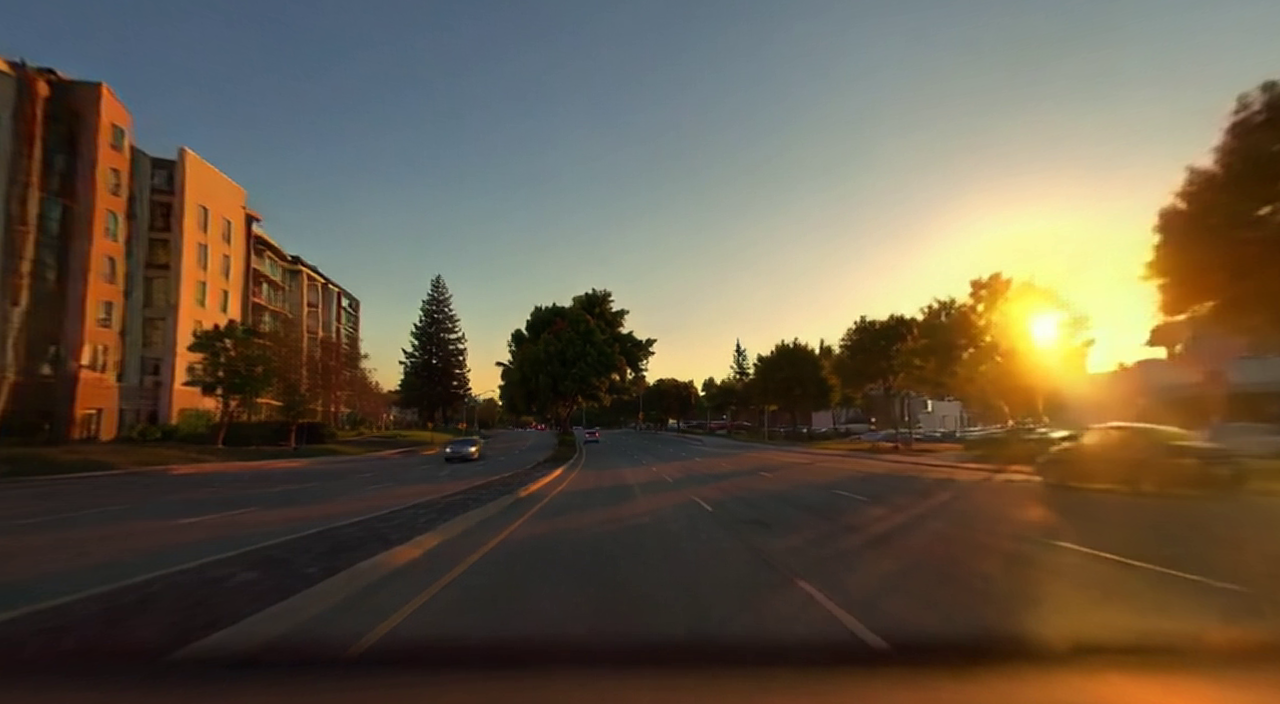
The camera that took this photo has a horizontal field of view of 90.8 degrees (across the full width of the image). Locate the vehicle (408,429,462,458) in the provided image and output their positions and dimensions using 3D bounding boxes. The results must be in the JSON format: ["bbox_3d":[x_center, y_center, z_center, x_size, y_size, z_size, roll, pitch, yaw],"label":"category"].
[{"bbox_3d":[-15.278,6.894,47.506,2.289,1.954,5.918,0,-8,-2],"label":"vehicle"}]

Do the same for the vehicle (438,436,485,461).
[{"bbox_3d":[-11.400,6.172,40.581,1.963,1.518,4.278,0,-8,-2],"label":"vehicle"}]

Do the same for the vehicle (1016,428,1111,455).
[{"bbox_3d":[26.180,5.563,39.178,4.442,1.557,1.924,0,-8,0],"label":"vehicle"}]
